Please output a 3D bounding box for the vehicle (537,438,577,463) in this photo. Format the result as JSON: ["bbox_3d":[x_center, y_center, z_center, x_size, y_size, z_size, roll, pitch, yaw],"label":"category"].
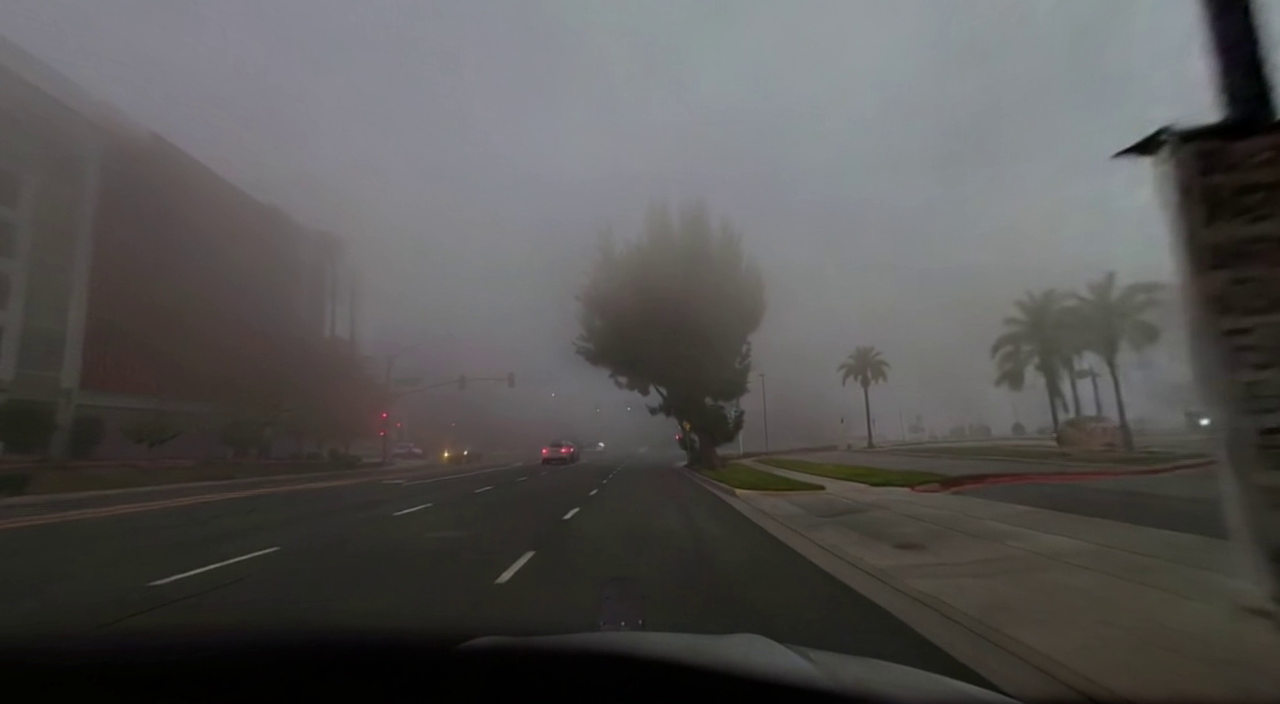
[{"bbox_3d":[-5.925,7.079,45.154,2.121,1.731,4.707,0,-9,1],"label":"vehicle"}]
